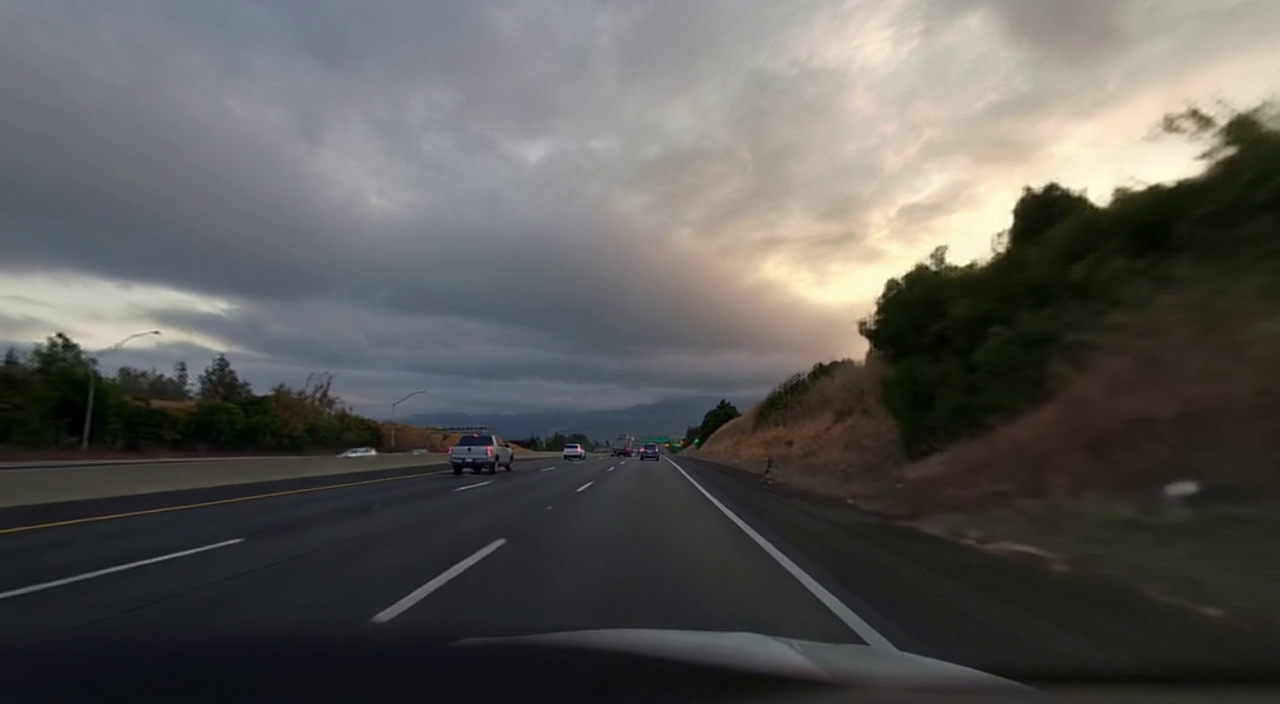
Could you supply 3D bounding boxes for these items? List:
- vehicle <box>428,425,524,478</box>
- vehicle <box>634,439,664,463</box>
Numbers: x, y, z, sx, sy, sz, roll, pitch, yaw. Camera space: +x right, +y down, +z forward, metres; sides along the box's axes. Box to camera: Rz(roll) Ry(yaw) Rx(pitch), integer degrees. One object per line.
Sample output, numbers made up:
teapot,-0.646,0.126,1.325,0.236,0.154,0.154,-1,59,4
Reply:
vehicle,-6.658,4.143,26.381,2.438,1.967,5.596,0,-8,1
vehicle,0.693,7.416,47.222,2.141,1.706,4.065,0,-8,1
